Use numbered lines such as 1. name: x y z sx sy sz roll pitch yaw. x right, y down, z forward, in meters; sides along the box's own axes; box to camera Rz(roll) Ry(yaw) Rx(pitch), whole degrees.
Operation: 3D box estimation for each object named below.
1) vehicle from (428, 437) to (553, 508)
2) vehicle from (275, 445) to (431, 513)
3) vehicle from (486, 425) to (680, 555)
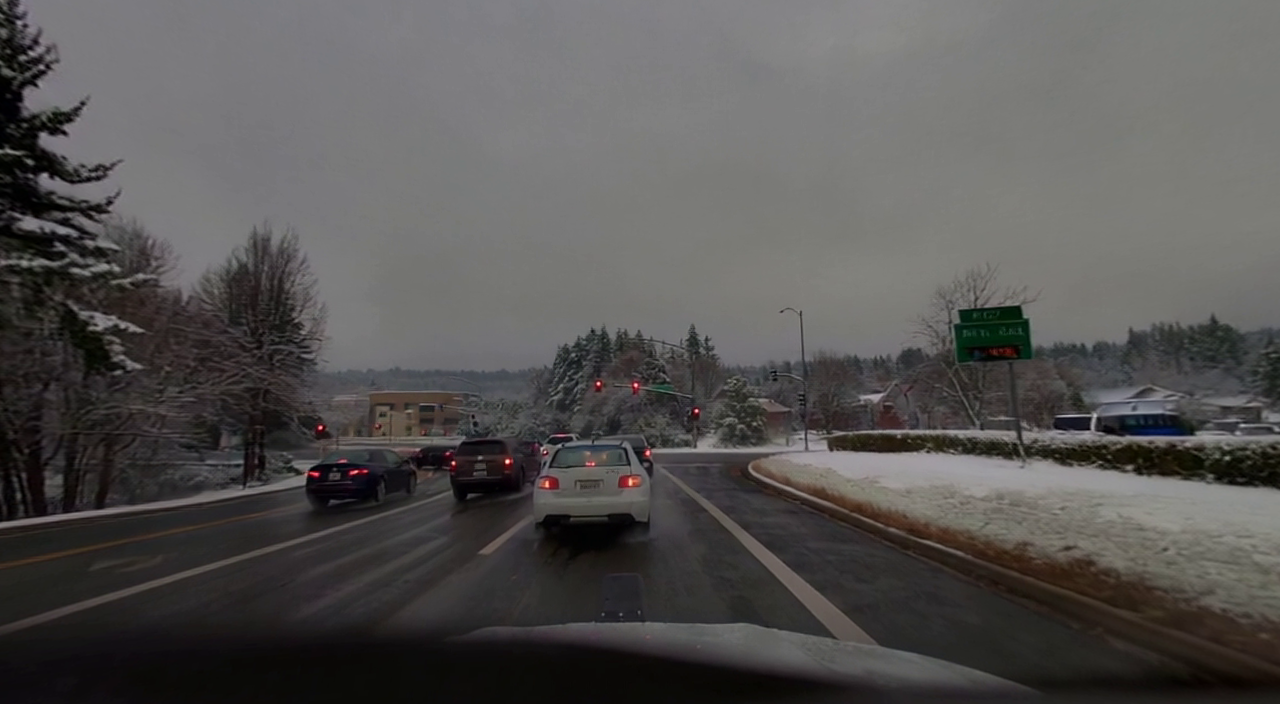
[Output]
1. vehicle: -3.474 2.882 15.653 1.920 1.480 4.549 0 -8 1
2. vehicle: -7.025 3.111 16.084 1.852 1.458 4.422 0 -8 0
3. vehicle: -0.672 1.924 9.584 2.231 1.481 4.489 0 -8 -1
